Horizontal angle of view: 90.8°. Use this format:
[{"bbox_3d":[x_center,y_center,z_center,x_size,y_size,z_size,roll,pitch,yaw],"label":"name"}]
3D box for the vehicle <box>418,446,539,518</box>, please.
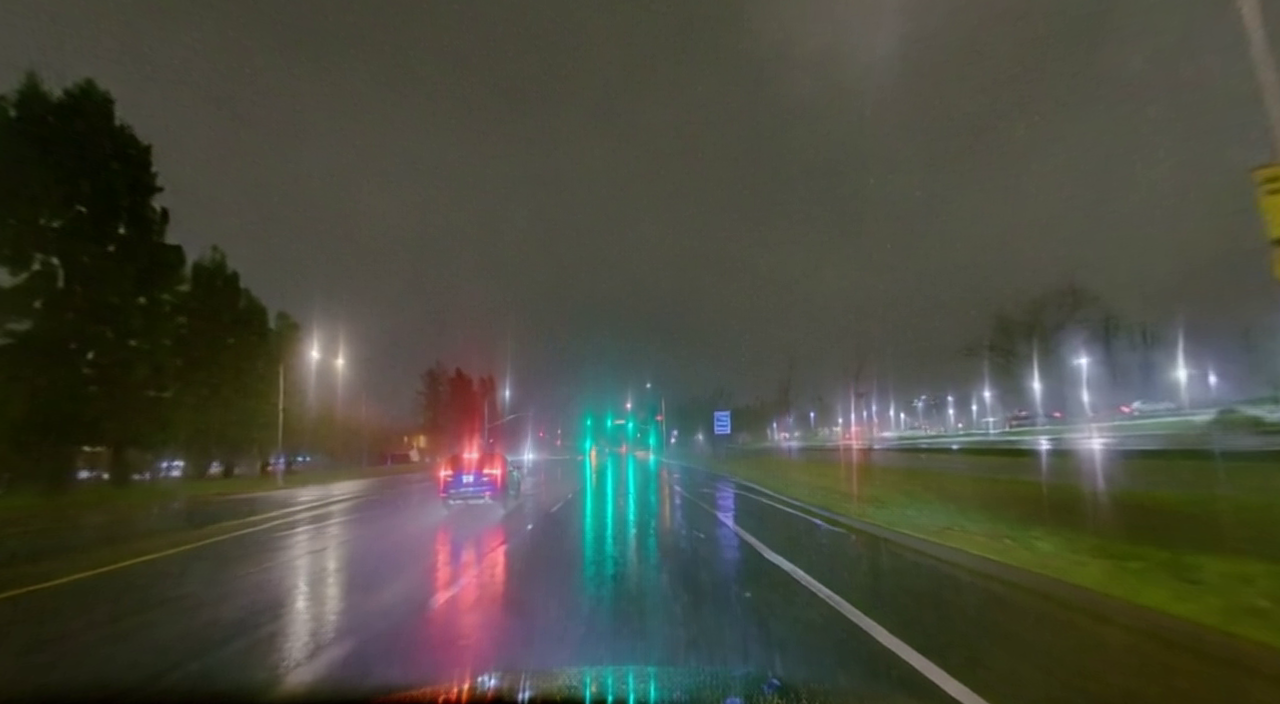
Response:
[{"bbox_3d":[-3.709,3.031,15.308,1.964,1.472,4.078,0,-8,-2],"label":"vehicle"}]
